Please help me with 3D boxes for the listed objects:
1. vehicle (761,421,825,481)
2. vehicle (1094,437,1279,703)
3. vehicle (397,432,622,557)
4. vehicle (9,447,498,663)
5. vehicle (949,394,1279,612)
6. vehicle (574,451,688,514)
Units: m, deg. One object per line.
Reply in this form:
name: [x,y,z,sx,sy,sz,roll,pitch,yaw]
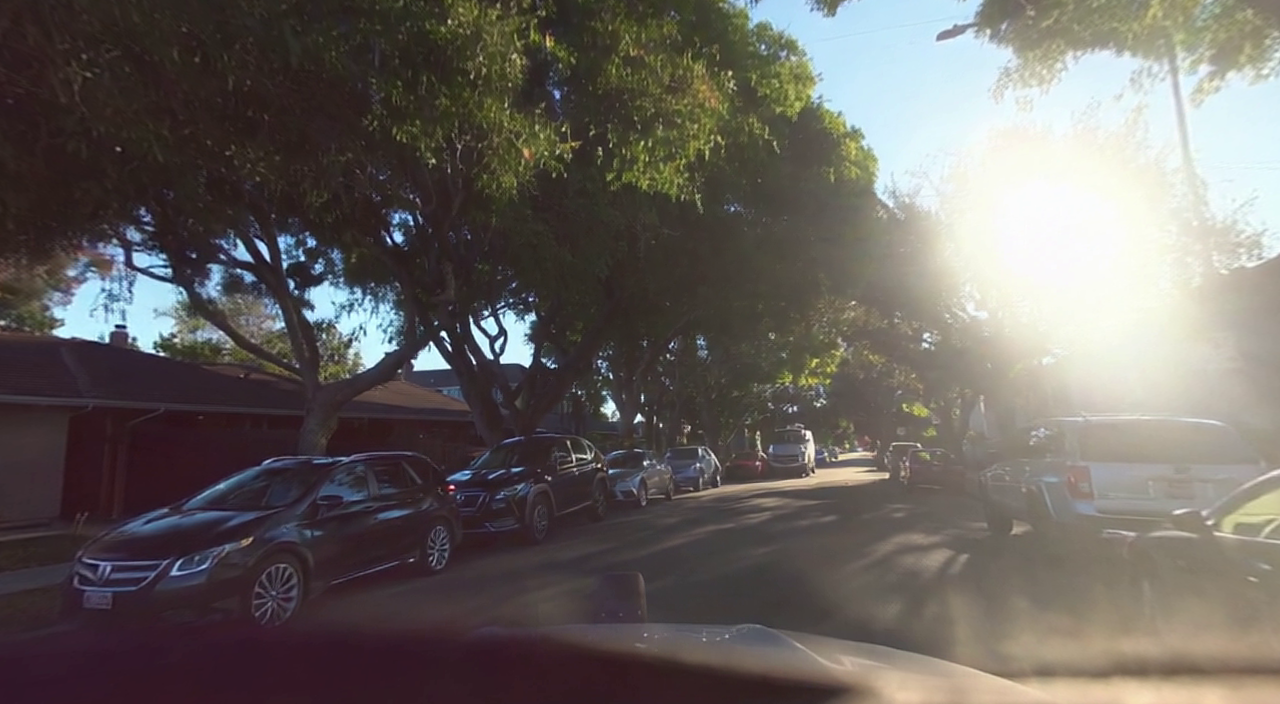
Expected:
vehicle: [8.401,5.299,34.181,2.716,2.887,6.781,-2,-9,18]
vehicle: [4.279,1.128,2.929,1.992,1.456,4.610,-2,-9,16]
vehicle: [-2.083,2.504,12.026,2.203,1.815,4.972,-2,-9,14]
vehicle: [-3.482,1.815,6.936,1.855,1.510,4.406,-2,-9,15]
vehicle: [5.688,1.691,8.059,2.182,1.900,4.779,-2,-9,15]
vehicle: [-0.076,3.593,17.957,1.861,1.474,4.749,-3,-9,17]
